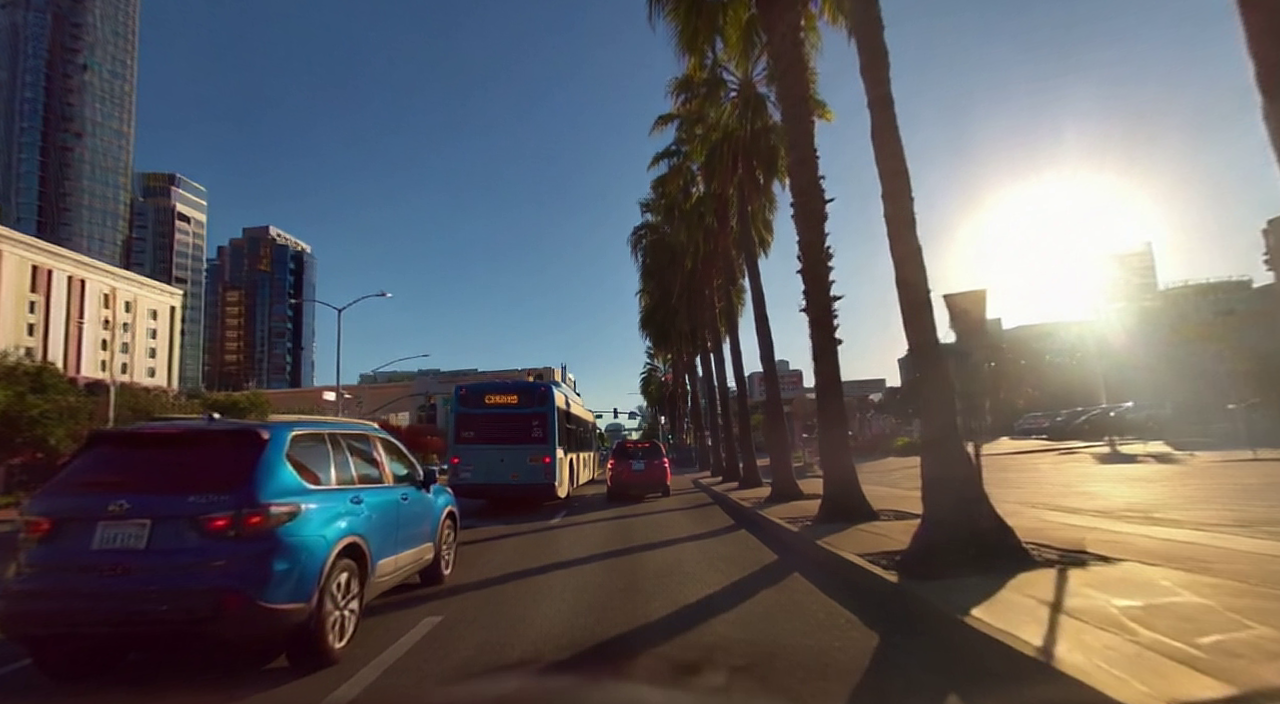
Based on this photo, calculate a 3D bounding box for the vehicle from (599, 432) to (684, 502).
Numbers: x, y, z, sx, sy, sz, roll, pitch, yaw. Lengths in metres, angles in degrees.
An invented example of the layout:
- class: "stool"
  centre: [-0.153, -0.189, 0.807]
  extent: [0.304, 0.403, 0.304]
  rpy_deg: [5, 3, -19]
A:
- class: "vehicle"
  centre: [0.057, 3.166, 17.681]
  extent: [2.120, 1.727, 3.917]
  rpy_deg: [0, -9, 0]

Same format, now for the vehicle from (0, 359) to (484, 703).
- class: "vehicle"
  centre: [-3.001, 1.270, 5.320]
  extent: [2.124, 1.799, 4.587]
  rpy_deg: [0, -9, 1]

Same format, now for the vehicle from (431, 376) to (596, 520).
- class: "vehicle"
  centre: [-2.987, 2.661, 17.708]
  extent: [2.775, 3.064, 8.297]
  rpy_deg: [0, -9, 1]
